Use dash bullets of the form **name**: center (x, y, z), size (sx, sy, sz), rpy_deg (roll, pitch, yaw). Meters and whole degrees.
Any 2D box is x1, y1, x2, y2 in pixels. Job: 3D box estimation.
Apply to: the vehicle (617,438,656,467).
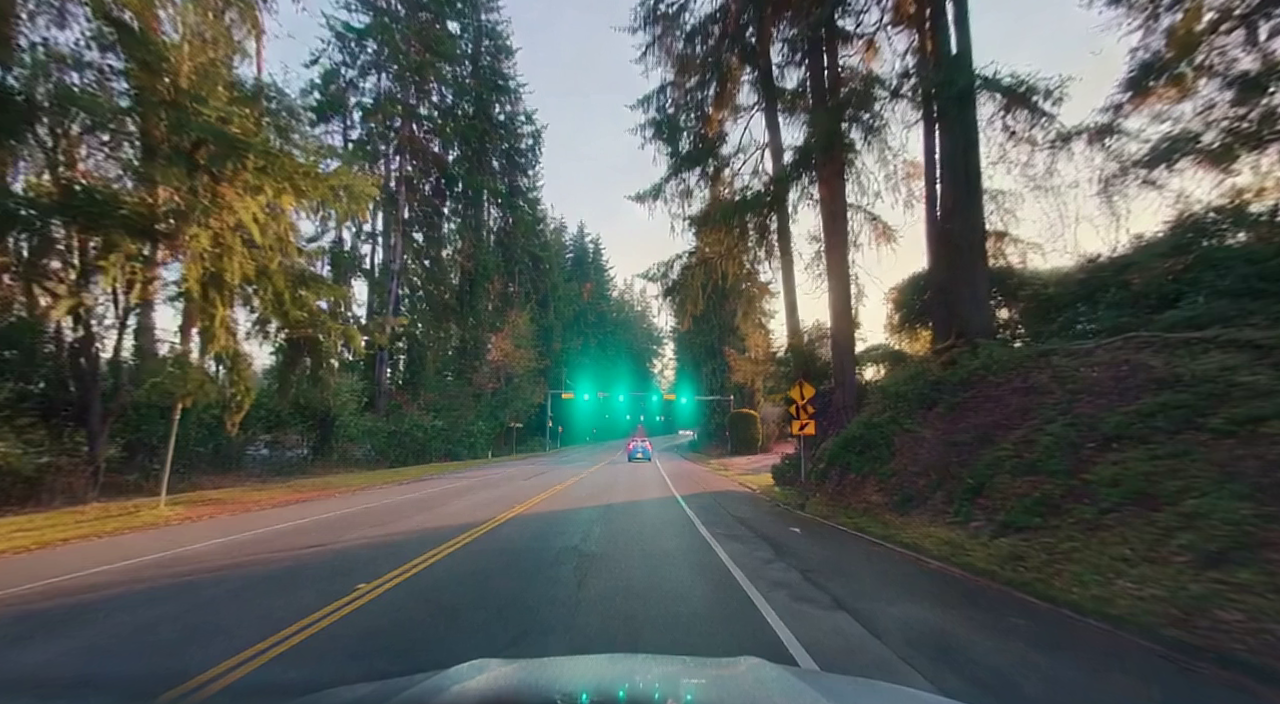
- **vehicle**: center (-0.171, 5.505, 34.728), size (2.042, 1.489, 3.963), rpy_deg (0, -8, 0)
